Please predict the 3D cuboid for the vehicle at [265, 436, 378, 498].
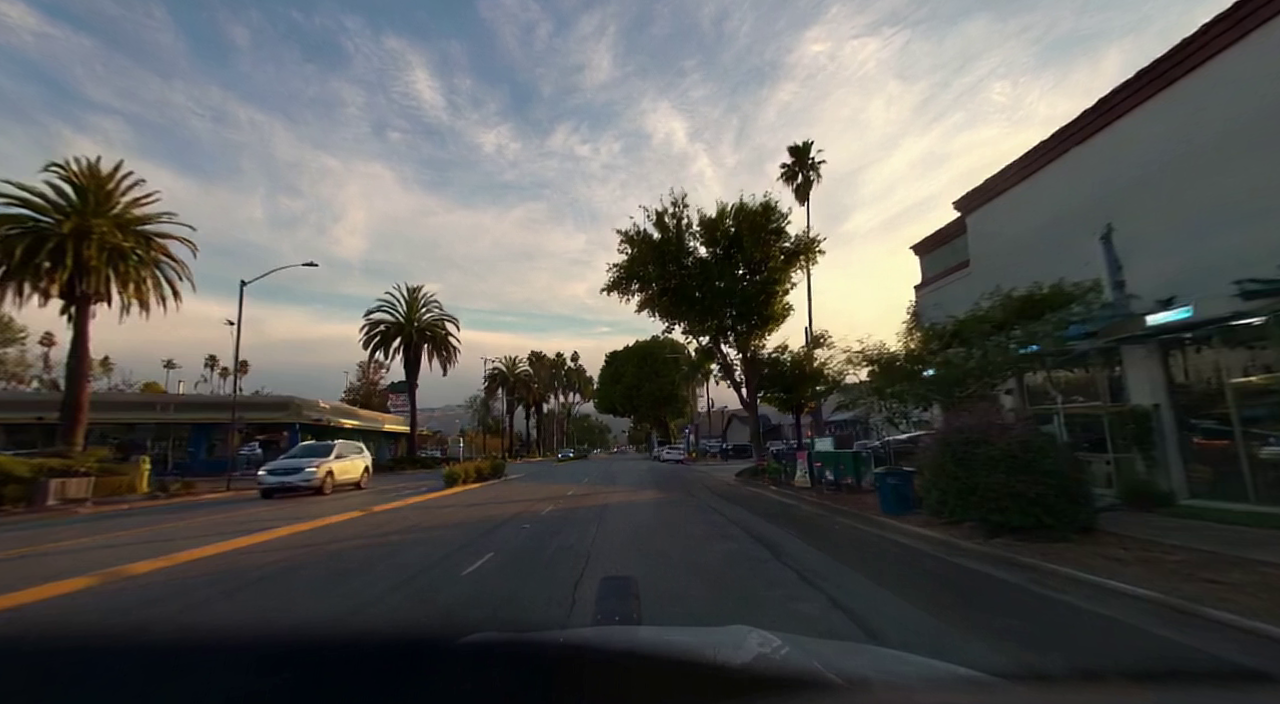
[{"bbox_3d":[-11.597,4.190,23.399,2.089,1.979,4.179,-3,-9,-1],"label":"vehicle"}]
